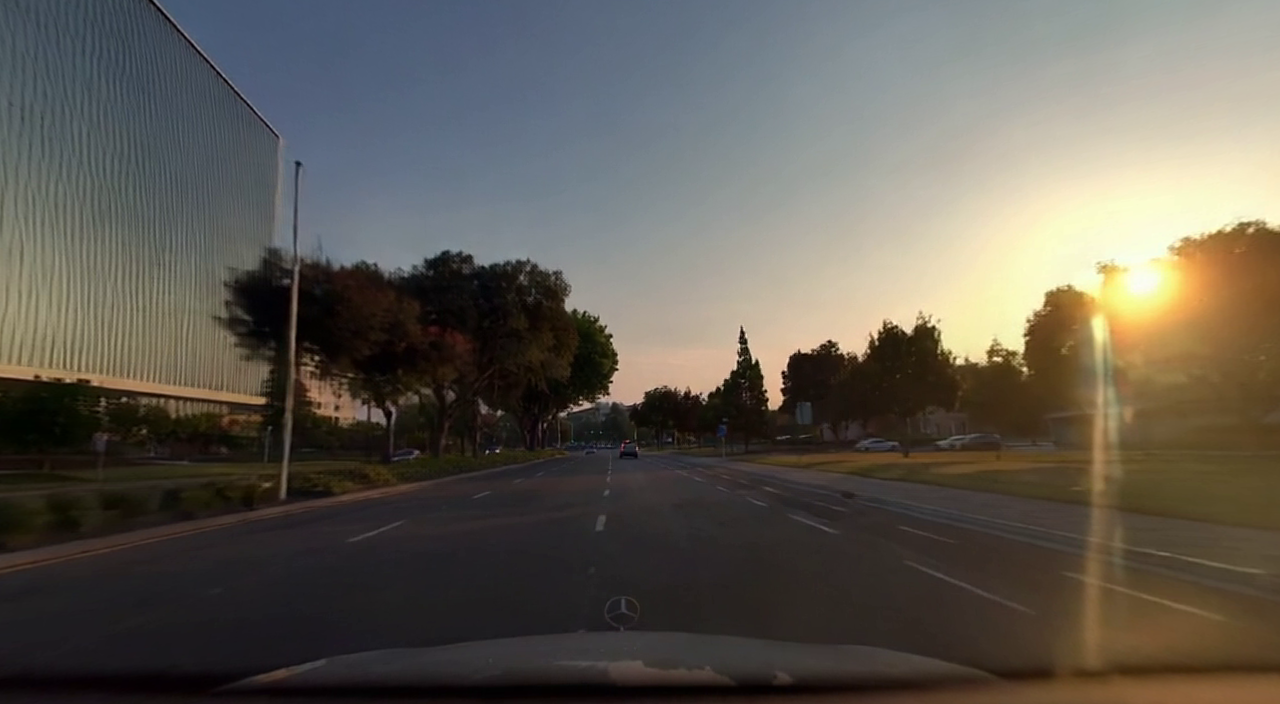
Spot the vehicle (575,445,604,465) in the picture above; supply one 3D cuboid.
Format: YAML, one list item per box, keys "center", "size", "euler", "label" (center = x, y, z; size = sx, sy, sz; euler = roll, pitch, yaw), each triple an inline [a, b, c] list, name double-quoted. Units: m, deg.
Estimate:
- center: [-3.781, 7.822, 48.276]
  size: [2.080, 1.445, 4.096]
  euler: [0, -8, -3]
  label: "vehicle"
